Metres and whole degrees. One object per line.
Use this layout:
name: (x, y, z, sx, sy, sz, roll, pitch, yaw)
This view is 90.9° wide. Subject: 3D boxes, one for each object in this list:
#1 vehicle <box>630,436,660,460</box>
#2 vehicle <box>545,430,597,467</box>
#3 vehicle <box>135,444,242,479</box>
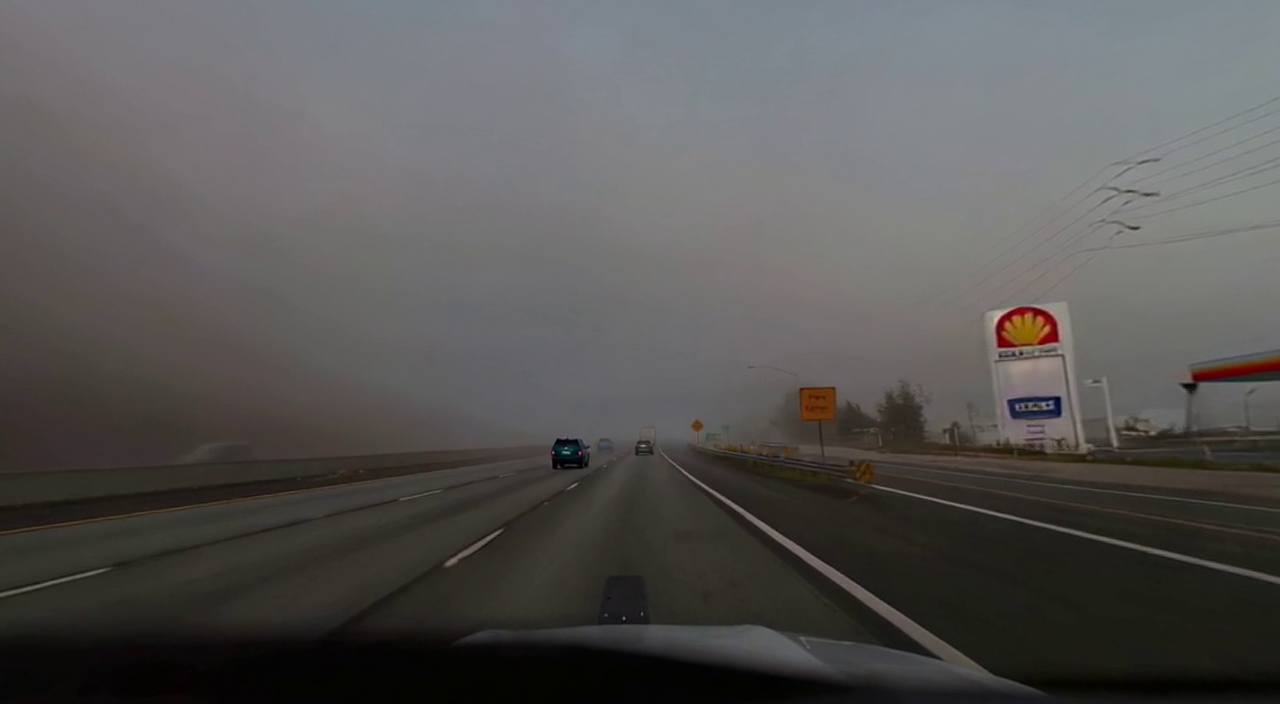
vehicle: (0.301, 6.579, 43.343, 1.982, 1.524, 3.800, 0, -8, -1)
vehicle: (-3.771, 5.383, 35.266, 2.273, 1.884, 4.515, 0, -8, 1)
vehicle: (-20.377, 4.933, 28.707, 1.849, 1.481, 4.051, 0, -8, 0)
